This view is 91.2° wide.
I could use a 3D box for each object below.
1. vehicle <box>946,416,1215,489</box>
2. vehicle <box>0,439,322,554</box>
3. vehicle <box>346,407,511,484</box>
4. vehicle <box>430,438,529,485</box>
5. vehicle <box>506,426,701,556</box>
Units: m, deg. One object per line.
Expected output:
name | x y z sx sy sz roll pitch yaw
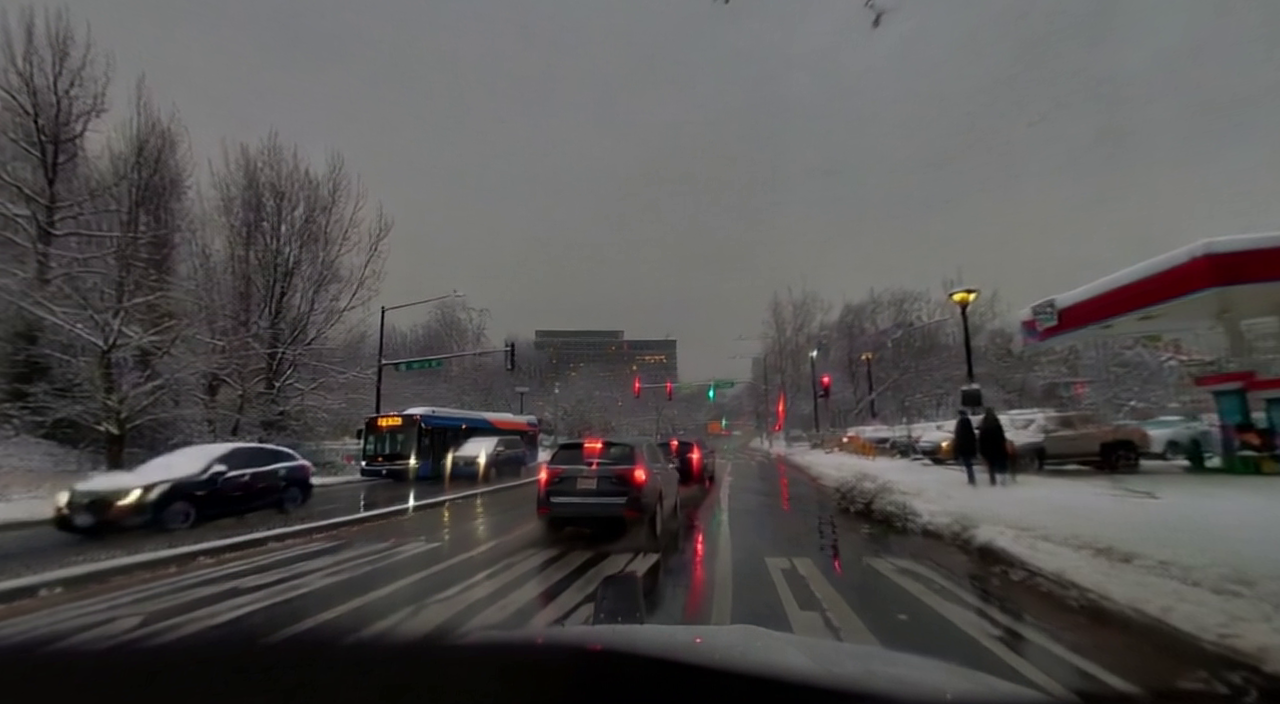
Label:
vehicle | 10.611 2.498 15.535 4.894 1.451 2.089 -4 -9 8
vehicle | -8.553 2.469 11.616 2.054 1.599 5.178 -1 -9 8
vehicle | -10.093 4.814 32.124 3.189 3.205 11.526 -1 -9 7
vehicle | -6.433 4.476 25.905 2.147 1.741 5.239 -1 -9 7
vehicle | -0.268 1.970 9.575 2.092 1.507 4.078 -2 -9 9
